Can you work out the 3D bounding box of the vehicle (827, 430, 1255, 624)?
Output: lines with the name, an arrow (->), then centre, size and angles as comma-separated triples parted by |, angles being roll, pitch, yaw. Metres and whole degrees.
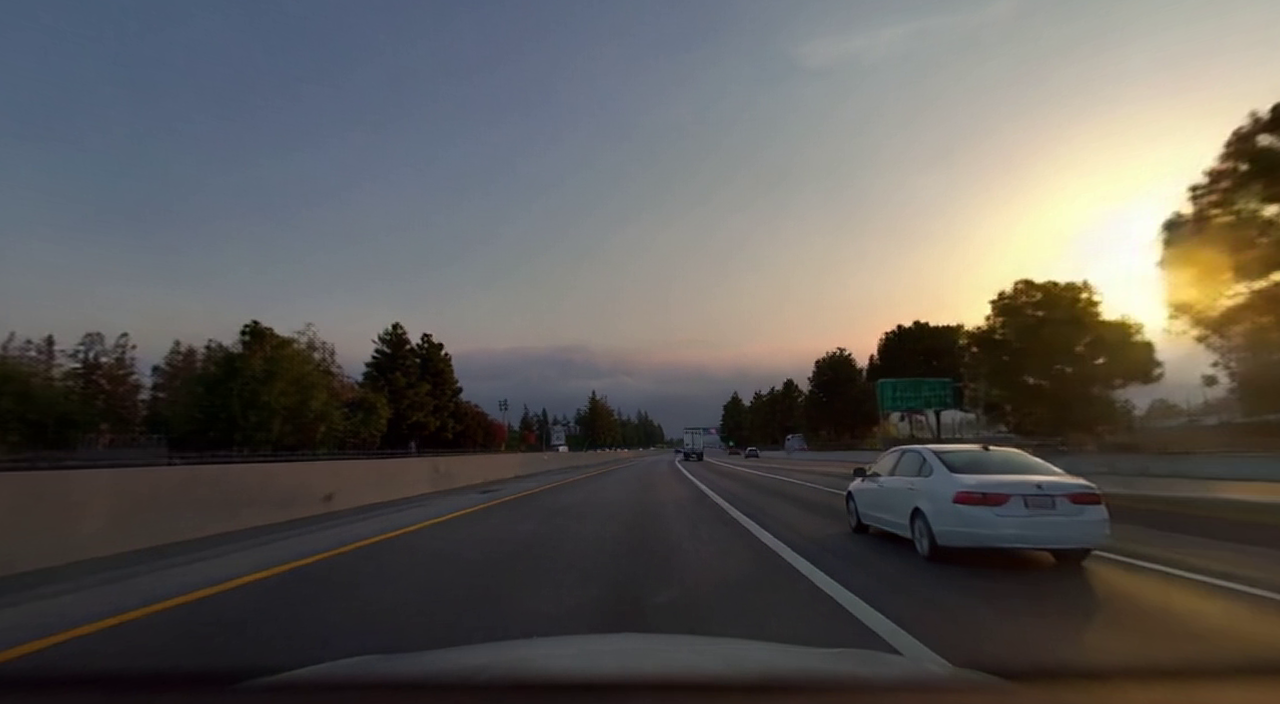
vehicle -> 3.701, 1.665, 6.978 | 1.938, 1.456, 4.204 | 0, -9, 0
